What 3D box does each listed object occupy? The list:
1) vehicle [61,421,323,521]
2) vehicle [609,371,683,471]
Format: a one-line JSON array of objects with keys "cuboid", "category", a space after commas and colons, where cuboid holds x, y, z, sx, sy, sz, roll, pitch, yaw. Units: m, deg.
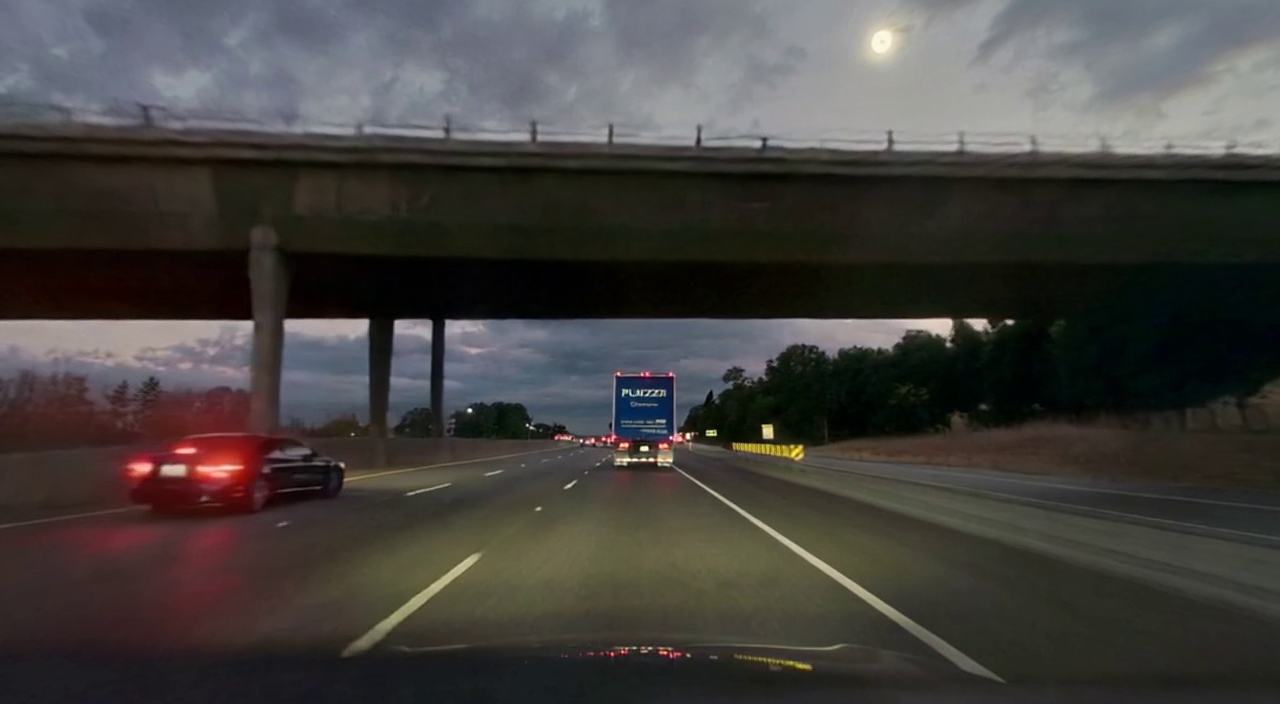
[{"cuboid": [-8.085, 2.152, 11.975, 2.041, 1.566, 3.986, 0, -8, 0], "category": "vehicle"}, {"cuboid": [0.126, 3.520, 30.840, 2.926, 3.959, 11.818, 0, -8, -1], "category": "vehicle"}]
